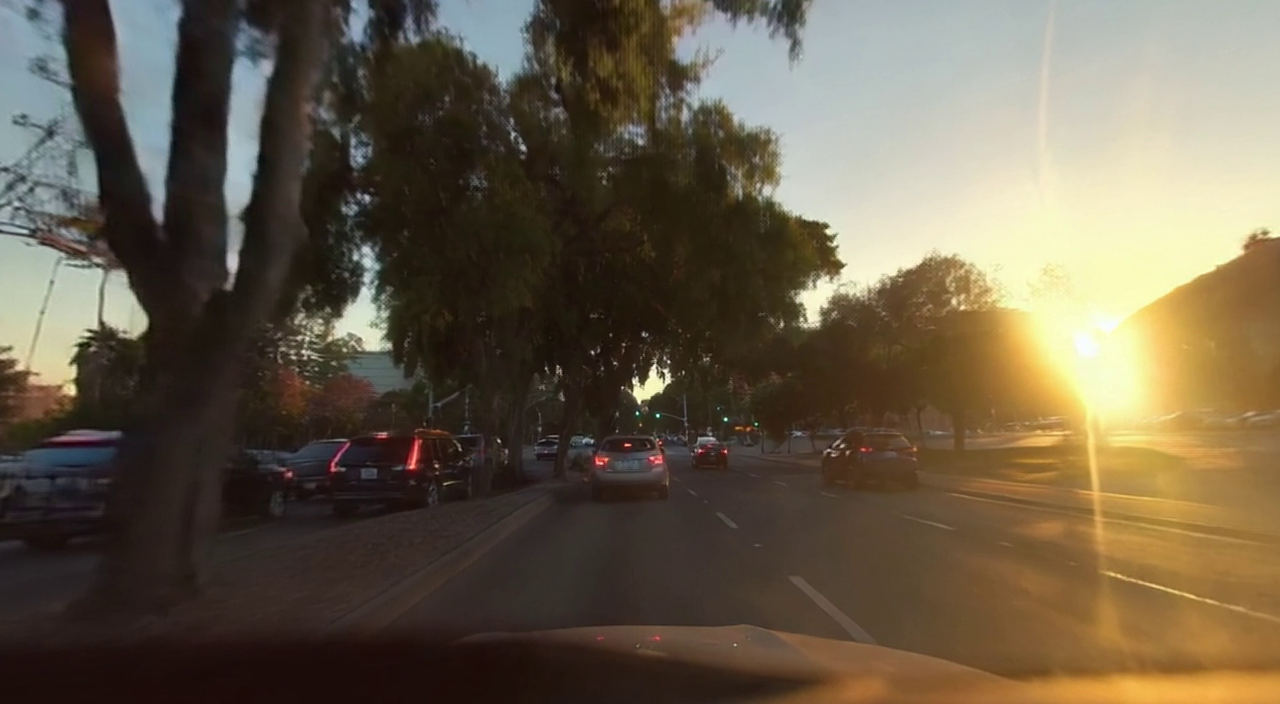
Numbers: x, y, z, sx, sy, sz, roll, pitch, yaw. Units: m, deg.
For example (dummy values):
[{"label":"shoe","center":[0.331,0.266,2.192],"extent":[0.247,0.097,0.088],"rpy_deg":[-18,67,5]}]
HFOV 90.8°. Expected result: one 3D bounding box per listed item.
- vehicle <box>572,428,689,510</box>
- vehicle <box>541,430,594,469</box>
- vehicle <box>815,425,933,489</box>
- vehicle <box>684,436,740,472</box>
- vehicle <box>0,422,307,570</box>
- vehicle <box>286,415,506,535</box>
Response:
[{"label":"vehicle","center":[-0.211,2.493,13.919],"extent":[2.161,1.501,4.184],"rpy_deg":[0,-9,-1]},{"label":"vehicle","center":[-3.596,4.957,32.175],"extent":[2.154,1.801,5.015],"rpy_deg":[0,-9,-1]},{"label":"vehicle","center":[6.783,3.094,18.858],"extent":[1.889,1.681,4.120],"rpy_deg":[0,-9,0]},{"label":"vehicle","center":[3.178,4.605,28.678],"extent":[1.905,1.473,4.183],"rpy_deg":[0,-9,-2]},{"label":"vehicle","center":[-6.721,1.833,8.817],"extent":[1.835,1.516,4.423],"rpy_deg":[0,-9,-2]},{"label":"vehicle","center":[-3.798,2.009,10.865],"extent":[2.009,1.619,4.376],"rpy_deg":[0,-9,0]}]
